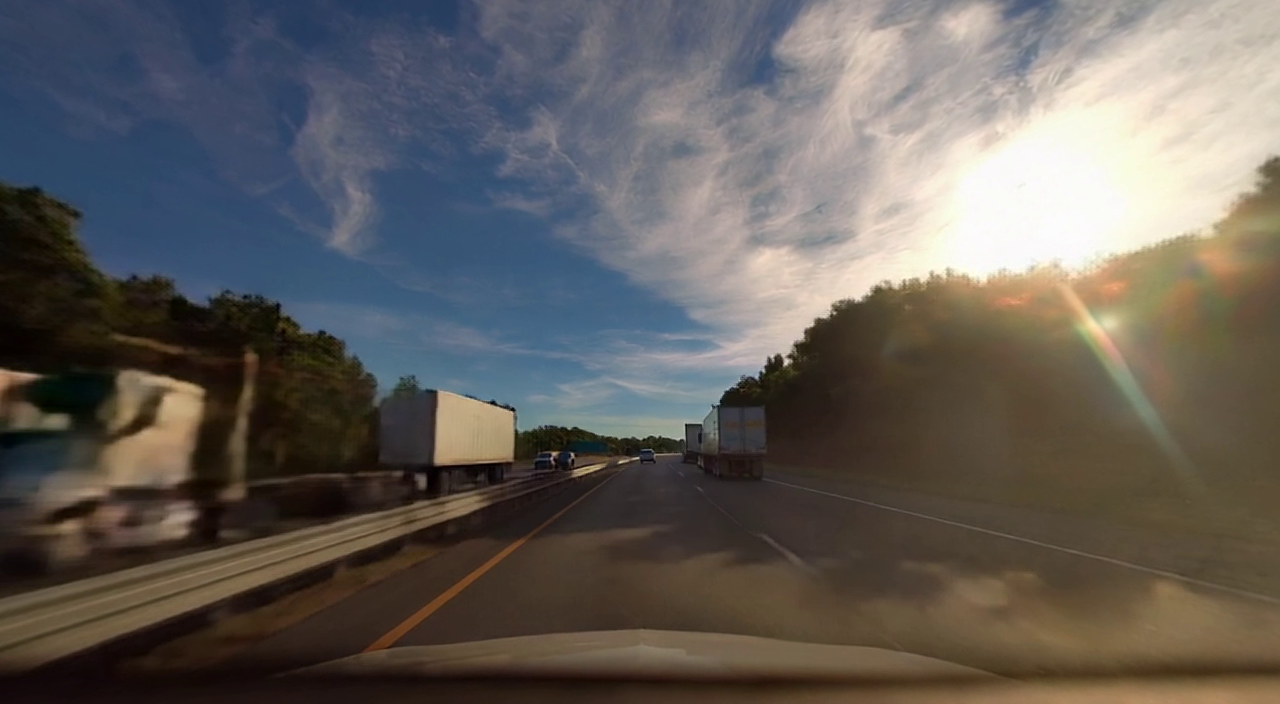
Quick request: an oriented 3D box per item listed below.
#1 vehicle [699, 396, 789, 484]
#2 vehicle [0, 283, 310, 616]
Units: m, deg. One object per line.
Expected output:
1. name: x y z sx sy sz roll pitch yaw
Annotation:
1. vehicle: 4.764 4.496 31.541 2.866 3.558 11.674 0 -9 2
2. vehicle: -8.653 1.541 10.418 3.016 3.937 5.836 0 -9 0
